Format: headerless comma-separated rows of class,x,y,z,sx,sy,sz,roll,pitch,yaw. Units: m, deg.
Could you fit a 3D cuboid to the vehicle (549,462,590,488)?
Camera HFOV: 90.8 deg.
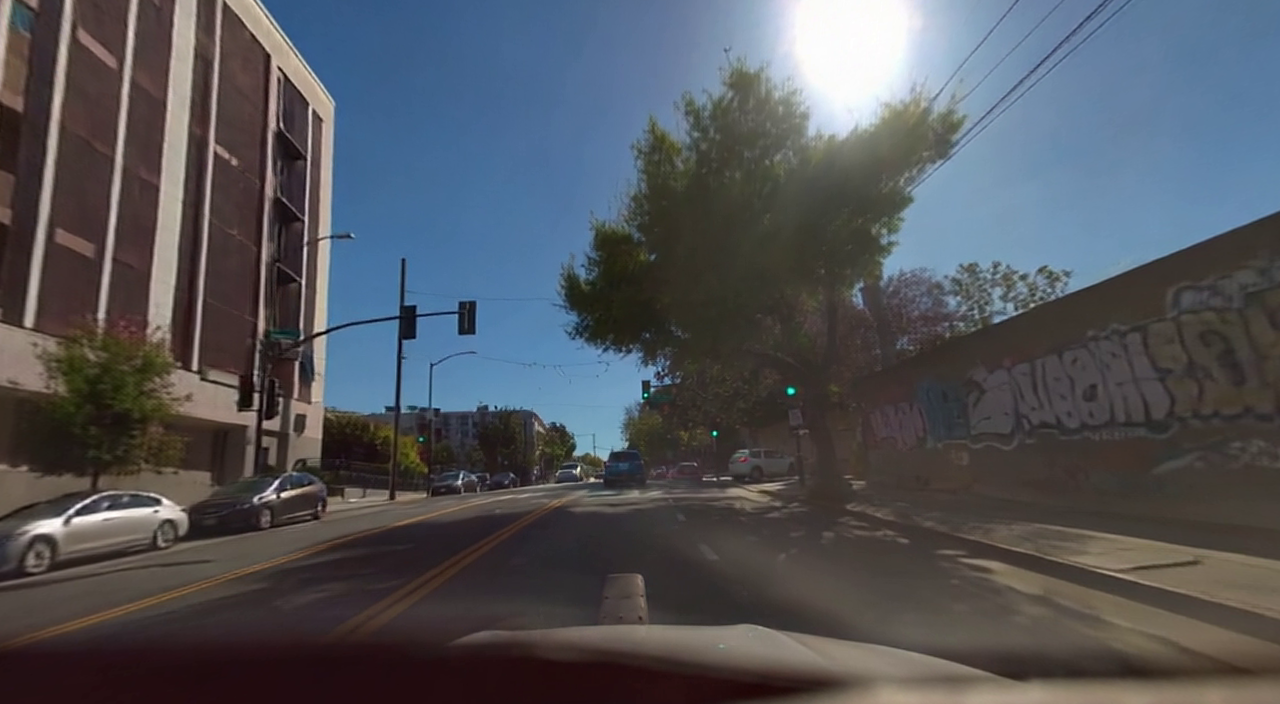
vehicle,-4.341,7.656,39.520,2.095,1.447,4.202,0,-8,0

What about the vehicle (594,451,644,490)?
vehicle,-0.923,5.409,29.217,2.166,1.579,4.300,0,-8,-1

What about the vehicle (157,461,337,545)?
vehicle,-11.021,4.182,18.248,2.199,1.717,4.888,-6,-8,-2

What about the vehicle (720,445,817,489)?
vehicle,5.795,5.071,28.259,2.207,1.761,4.292,-8,-12,43

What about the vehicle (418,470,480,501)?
vehicle,-10.862,7.606,36.295,2.070,1.476,4.508,-1,-8,1

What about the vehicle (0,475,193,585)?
vehicle,-11.106,3.316,12.064,1.931,1.499,4.645,-5,-8,-2
